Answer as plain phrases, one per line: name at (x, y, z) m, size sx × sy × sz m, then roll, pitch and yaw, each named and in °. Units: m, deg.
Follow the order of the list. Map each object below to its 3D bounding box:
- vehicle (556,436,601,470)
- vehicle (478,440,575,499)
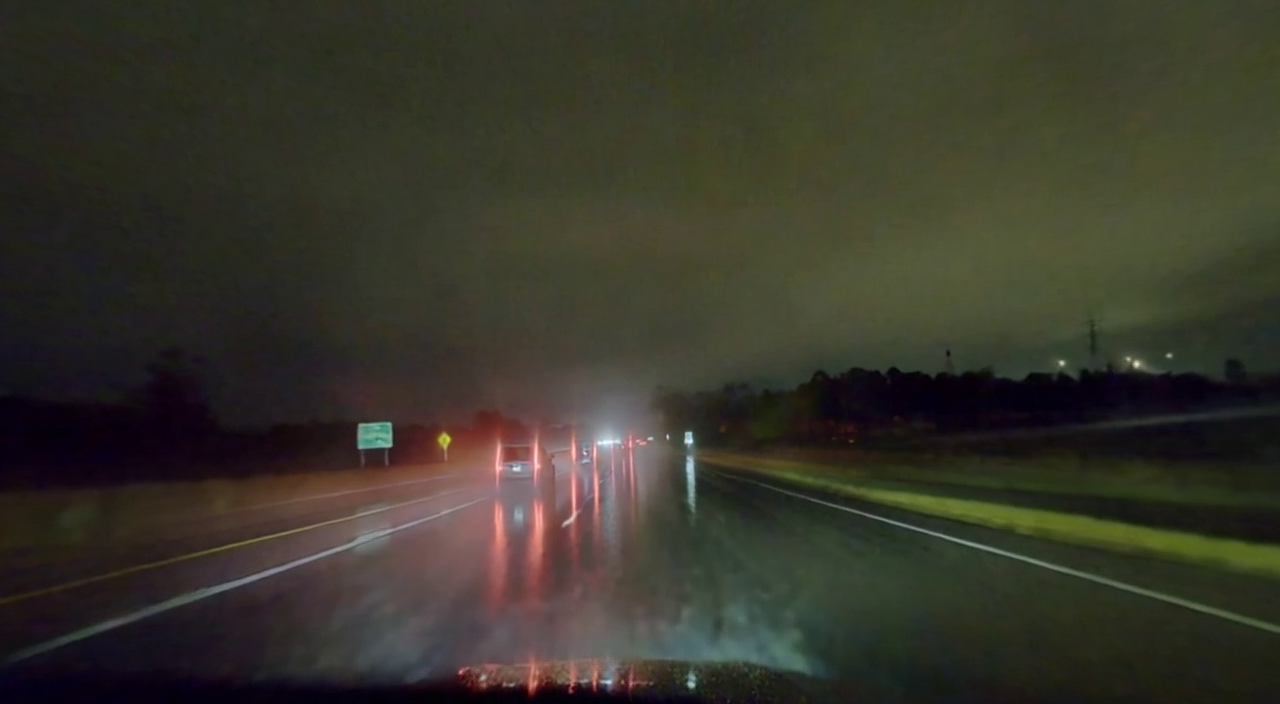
vehicle at (-3.630, 6.065, 37.920) m, size 2.177 × 1.852 × 4.427 m, roll -1°, pitch -9°, yaw 1°
vehicle at (-3.249, 3.487, 19.048) m, size 2.044 × 1.527 × 4.607 m, roll -1°, pitch -9°, yaw 1°
